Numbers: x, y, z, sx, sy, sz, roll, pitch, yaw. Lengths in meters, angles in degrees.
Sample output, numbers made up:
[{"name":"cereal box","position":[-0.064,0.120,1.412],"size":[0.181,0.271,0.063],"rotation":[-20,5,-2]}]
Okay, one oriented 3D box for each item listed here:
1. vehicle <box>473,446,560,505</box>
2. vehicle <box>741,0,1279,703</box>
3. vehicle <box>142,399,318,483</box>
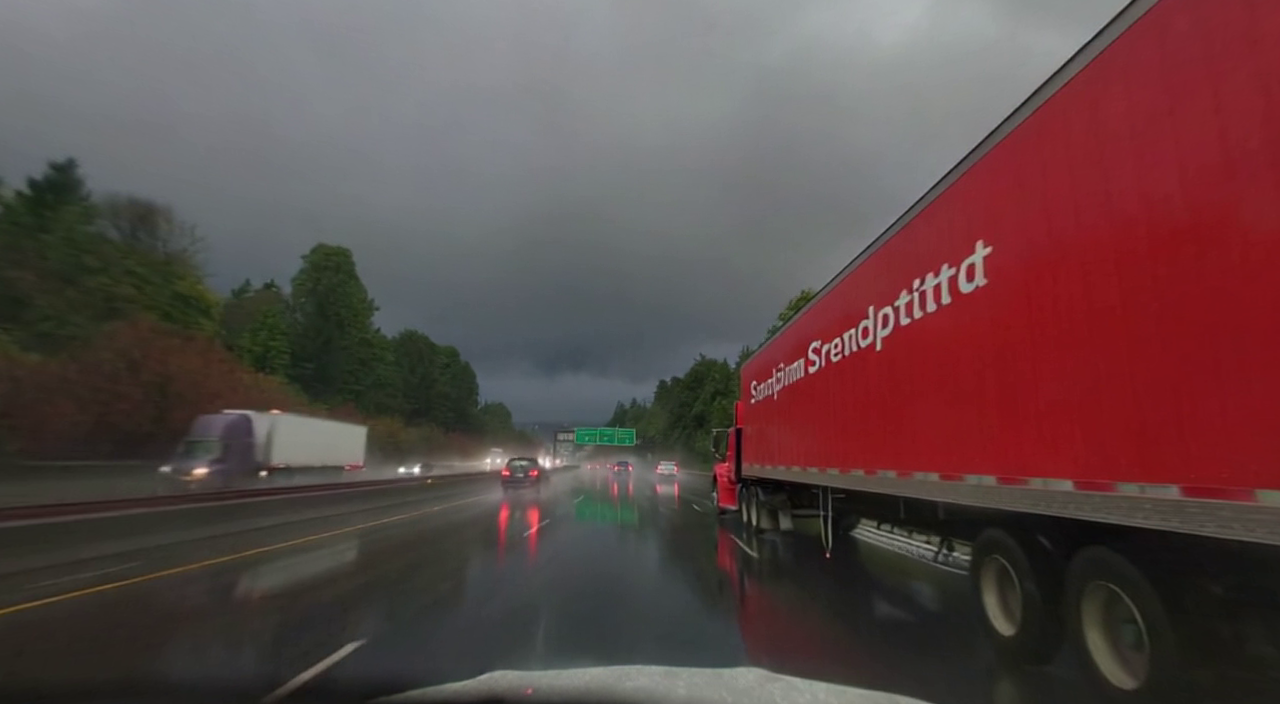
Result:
[{"name":"vehicle","position":[-4.104,4.249,21.846],"size":[2.070,1.775,4.646],"rotation":[1,-10,0]},{"name":"vehicle","position":[4.176,0.783,8.827],"size":[2.992,4.300,13.967],"rotation":[1,-10,-1]},{"name":"vehicle","position":[-21.131,4.918,33.525],"size":[2.966,3.783,9.511],"rotation":[1,-10,-1]}]
